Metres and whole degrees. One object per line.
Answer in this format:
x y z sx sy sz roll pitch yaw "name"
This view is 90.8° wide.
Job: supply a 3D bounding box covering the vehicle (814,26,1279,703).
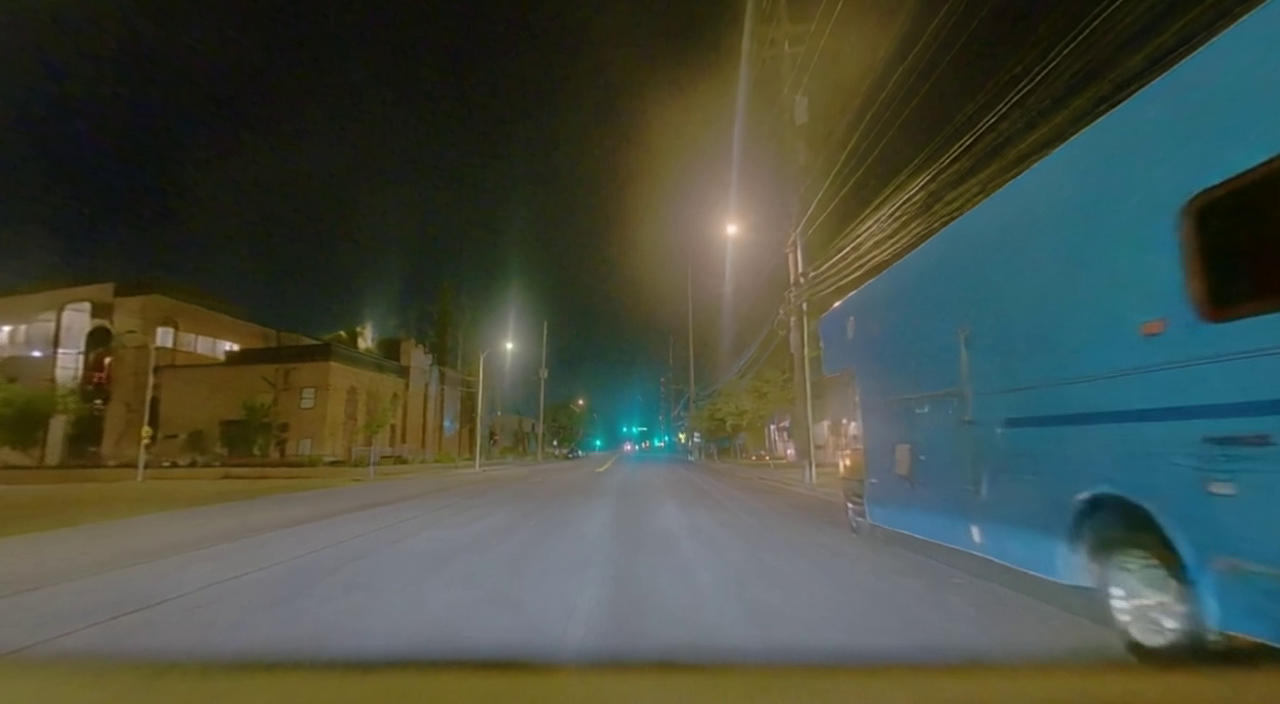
4.244 0.593 4.952 3.110 3.241 8.788 0 -9 -1 "vehicle"
